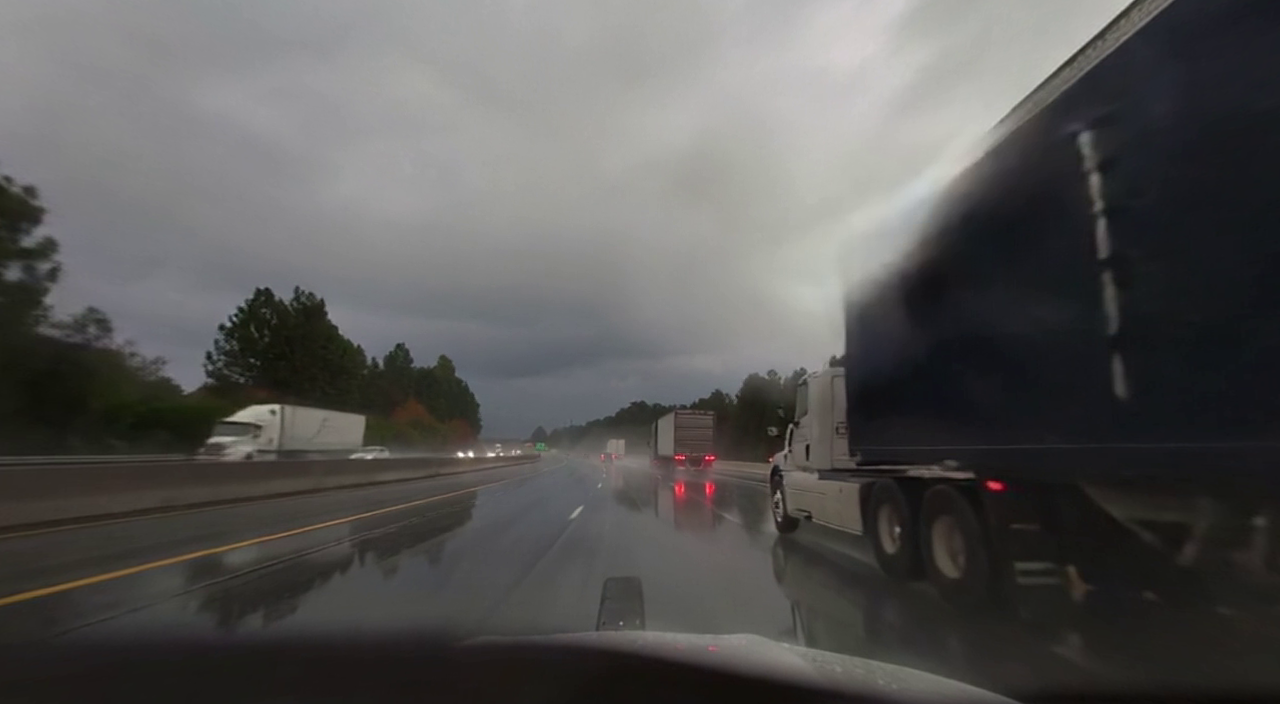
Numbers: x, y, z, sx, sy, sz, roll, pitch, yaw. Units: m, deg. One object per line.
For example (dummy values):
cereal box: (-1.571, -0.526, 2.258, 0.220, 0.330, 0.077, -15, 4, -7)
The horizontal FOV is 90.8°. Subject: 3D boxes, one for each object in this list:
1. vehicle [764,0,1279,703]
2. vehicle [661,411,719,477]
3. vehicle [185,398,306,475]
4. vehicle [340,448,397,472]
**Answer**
vehicle: (4.292, 0.698, 8.181, 2.989, 3.997, 11.037, 0, -9, -1)
vehicle: (3.194, 6.258, 42.767, 2.826, 4.035, 8.369, 0, -9, -3)
vehicle: (-22.223, 4.856, 36.041, 3.018, 4.008, 5.908, 0, -9, -2)
vehicle: (-17.992, 7.175, 42.049, 1.863, 1.512, 4.682, 0, -9, -1)
